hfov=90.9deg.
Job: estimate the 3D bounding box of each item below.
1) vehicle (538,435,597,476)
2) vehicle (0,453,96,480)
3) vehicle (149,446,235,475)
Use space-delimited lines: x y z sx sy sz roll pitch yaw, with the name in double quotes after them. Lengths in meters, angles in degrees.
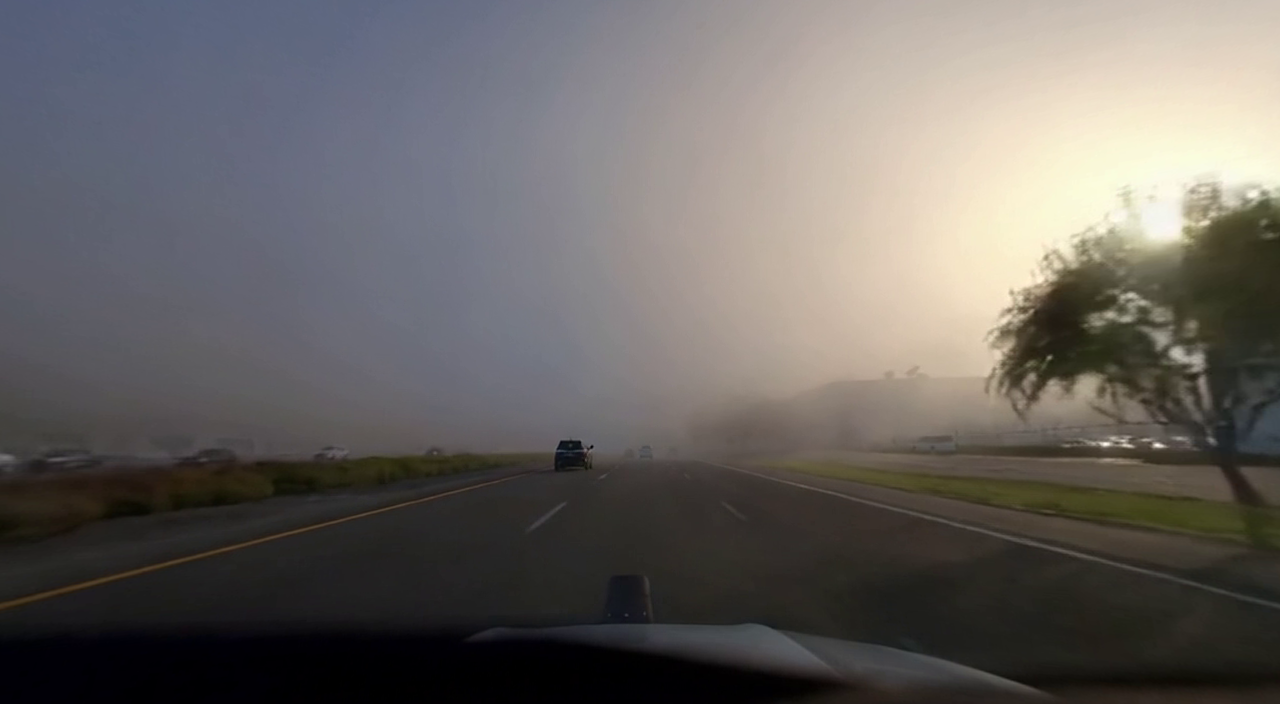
-3.478 5.104 31.254 2.218 1.850 4.774 -1 -9 2 "vehicle"
-35.855 6.884 38.118 1.849 1.466 4.436 0 -9 1 "vehicle"
-27.889 6.741 39.447 2.049 1.692 4.425 0 -9 1 "vehicle"
